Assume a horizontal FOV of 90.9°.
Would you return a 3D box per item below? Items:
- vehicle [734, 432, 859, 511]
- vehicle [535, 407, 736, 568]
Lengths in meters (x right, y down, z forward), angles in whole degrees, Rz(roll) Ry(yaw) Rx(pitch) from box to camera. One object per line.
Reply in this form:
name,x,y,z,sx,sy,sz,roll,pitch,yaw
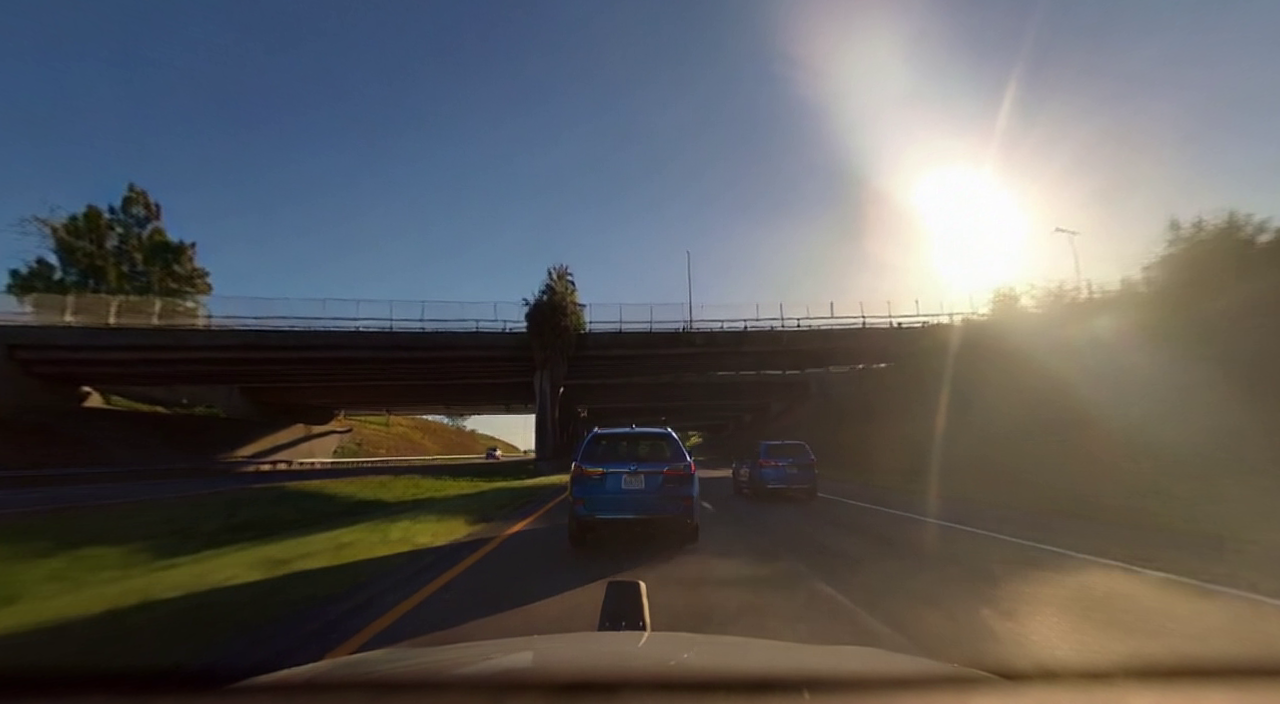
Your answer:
vehicle,3.907,3.073,16.676,2.043,1.767,4.620,0,-9,-1
vehicle,-0.056,1.861,9.300,2.288,1.823,4.059,0,-9,0
